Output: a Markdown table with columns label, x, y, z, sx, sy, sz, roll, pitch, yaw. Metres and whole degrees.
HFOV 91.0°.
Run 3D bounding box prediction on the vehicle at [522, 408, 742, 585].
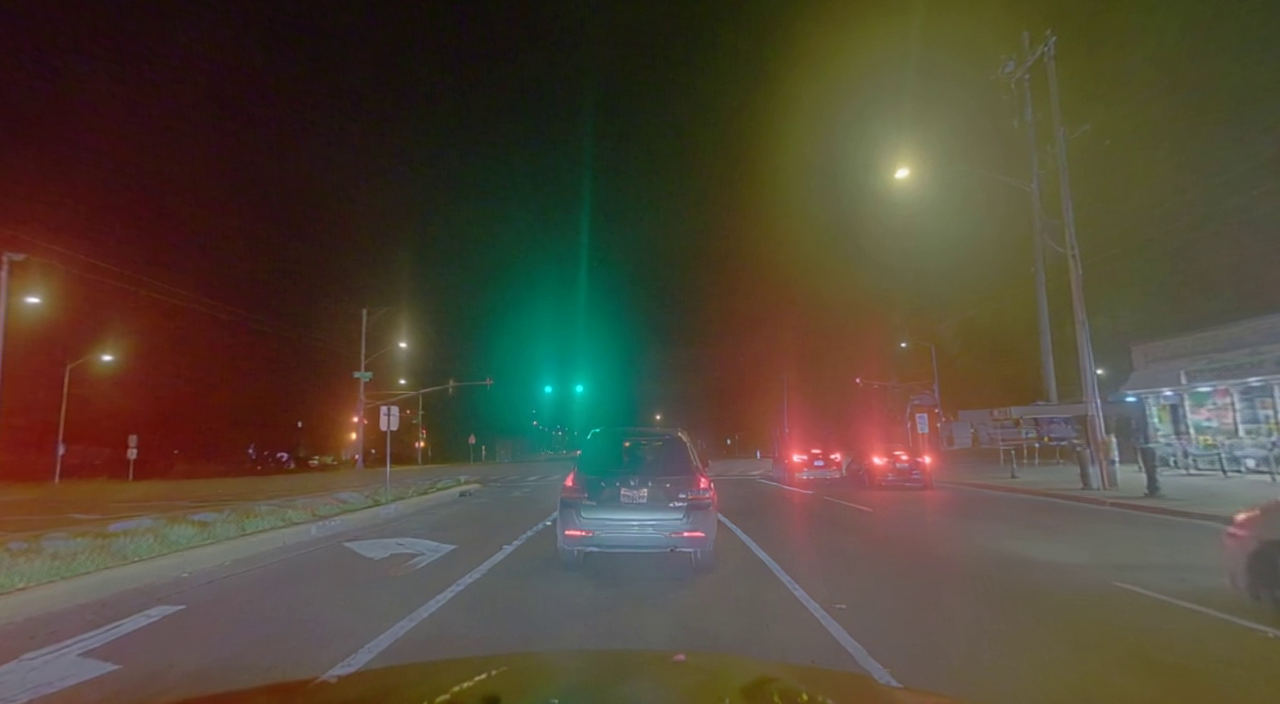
| label | x | y | z | sx | sy | sz | roll | pitch | yaw |
| --- | --- | --- | --- | --- | --- | --- | --- | --- | --- |
| vehicle | -0.062 | 1.694 | 8.122 | 2.115 | 1.700 | 3.901 | 0 | -8 | 1 |

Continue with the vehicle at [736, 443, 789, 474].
| label | x | y | z | sx | sy | sz | roll | pitch | yaw |
| --- | --- | --- | --- | --- | --- | --- | --- | --- | --- |
| vehicle | 6.259 | 5.457 | 32.638 | 1.961 | 1.477 | 4.454 | 0 | -9 | 2 |

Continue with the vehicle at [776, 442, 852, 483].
| label | x | y | z | sx | sy | sz | roll | pitch | yaw |
| --- | --- | --- | --- | --- | --- | --- | --- | --- | --- |
| vehicle | 6.854 | 4.380 | 25.274 | 1.833 | 1.452 | 4.237 | 0 | -9 | 0 |
